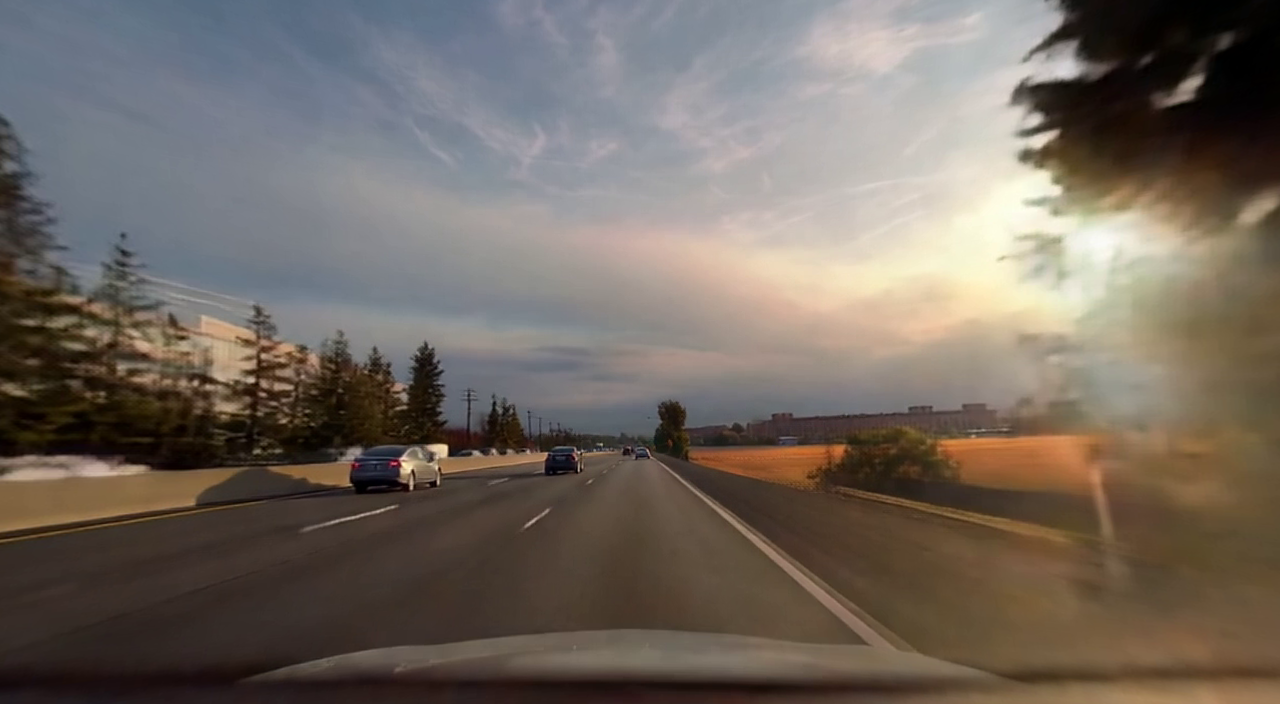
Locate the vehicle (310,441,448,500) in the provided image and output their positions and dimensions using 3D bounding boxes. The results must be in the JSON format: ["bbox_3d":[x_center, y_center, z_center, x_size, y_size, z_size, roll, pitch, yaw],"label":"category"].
[{"bbox_3d":[-7.457,3.412,18.595,2.034,1.523,4.627,0,-9,1],"label":"vehicle"}]

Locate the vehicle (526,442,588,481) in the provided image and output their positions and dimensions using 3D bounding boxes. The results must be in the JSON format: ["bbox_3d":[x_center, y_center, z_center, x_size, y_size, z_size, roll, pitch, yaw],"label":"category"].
[{"bbox_3d":[-3.640,4.917,28.529,2.083,1.588,4.801,0,-9,1],"label":"vehicle"}]
